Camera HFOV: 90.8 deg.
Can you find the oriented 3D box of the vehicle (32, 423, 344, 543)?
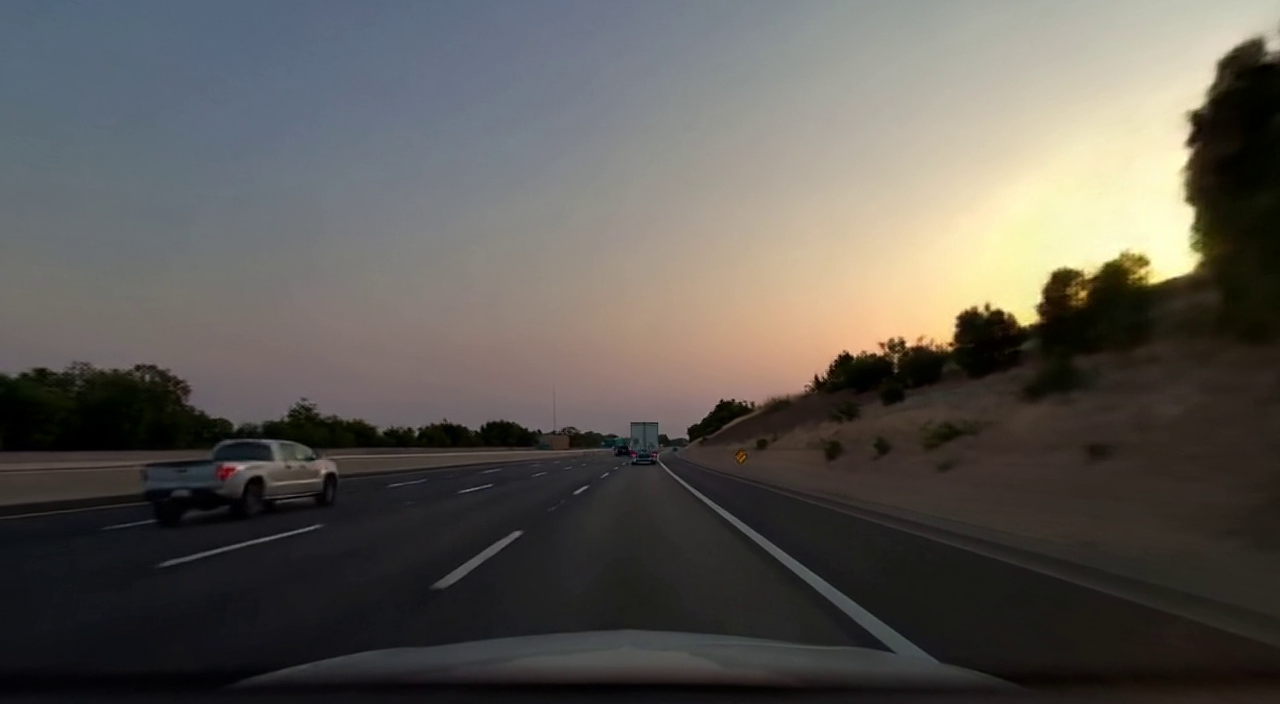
[{"bbox_3d":[-7.606,2.252,11.459,2.067,1.676,4.789,0,-9,1],"label":"vehicle"}]
